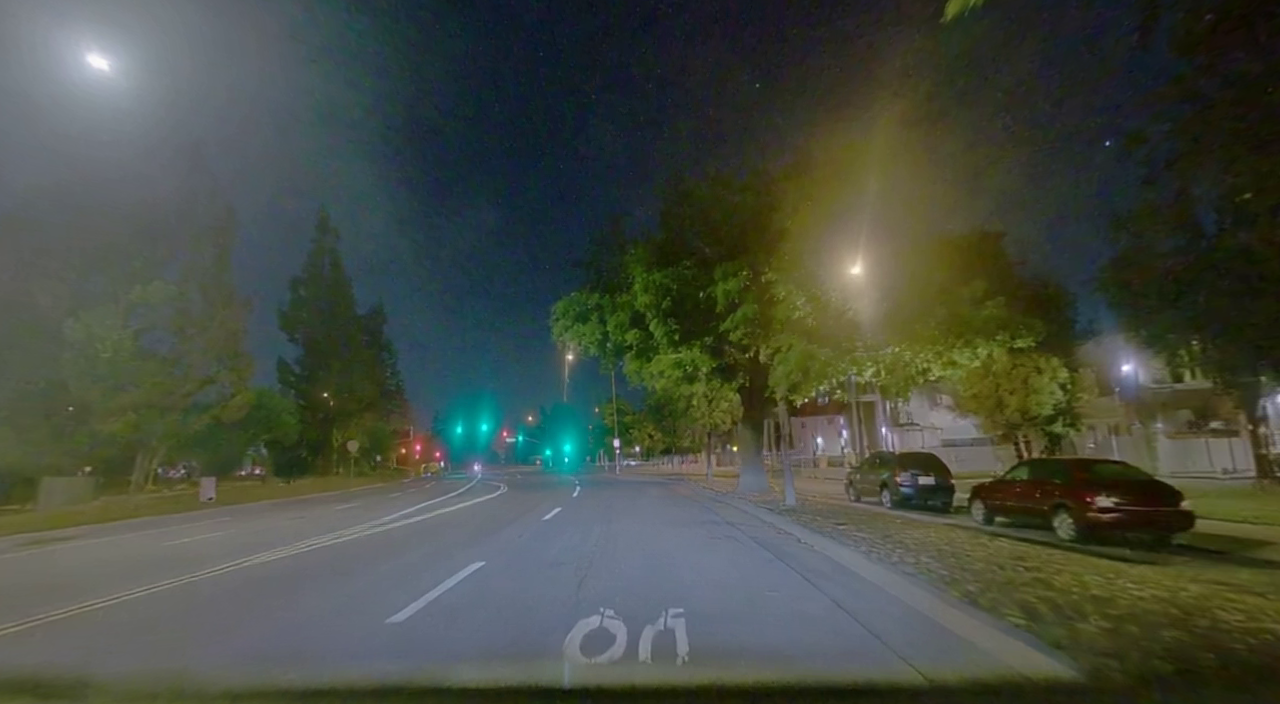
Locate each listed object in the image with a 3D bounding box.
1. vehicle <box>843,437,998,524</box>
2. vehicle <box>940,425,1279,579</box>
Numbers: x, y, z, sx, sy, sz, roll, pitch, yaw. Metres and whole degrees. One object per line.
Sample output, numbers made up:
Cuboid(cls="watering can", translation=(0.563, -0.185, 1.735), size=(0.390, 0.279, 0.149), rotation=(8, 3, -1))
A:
Cuboid(cls="vehicle", translation=(7.625, 3.488, 17.969), size=(2.456, 2.057, 5.270), rotation=(-1, -8, 6))
Cuboid(cls="vehicle", translation=(7.592, 2.329, 10.976), size=(2.193, 1.872, 4.684), rotation=(-5, -7, -2))
